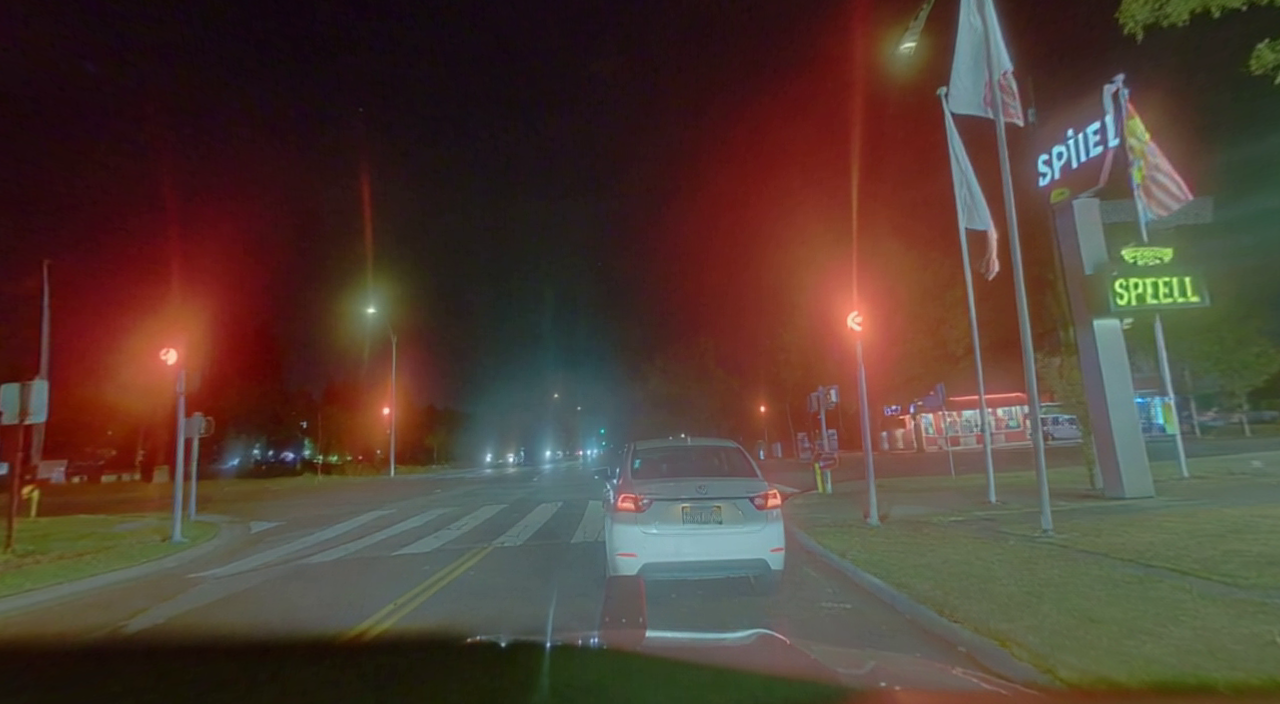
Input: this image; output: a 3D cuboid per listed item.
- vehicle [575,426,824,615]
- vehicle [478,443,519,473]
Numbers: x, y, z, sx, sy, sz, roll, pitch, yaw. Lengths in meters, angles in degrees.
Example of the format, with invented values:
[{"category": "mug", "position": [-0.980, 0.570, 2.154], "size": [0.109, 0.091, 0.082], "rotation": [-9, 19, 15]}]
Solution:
[{"category": "vehicle", "position": [0.385, 1.624, 6.905], "size": [1.985, 1.463, 3.647], "rotation": [0, -9, -3]}, {"category": "vehicle", "position": [-9.985, 7.493, 44.750], "size": [2.212, 1.948, 4.537], "rotation": [0, -9, -5]}]
